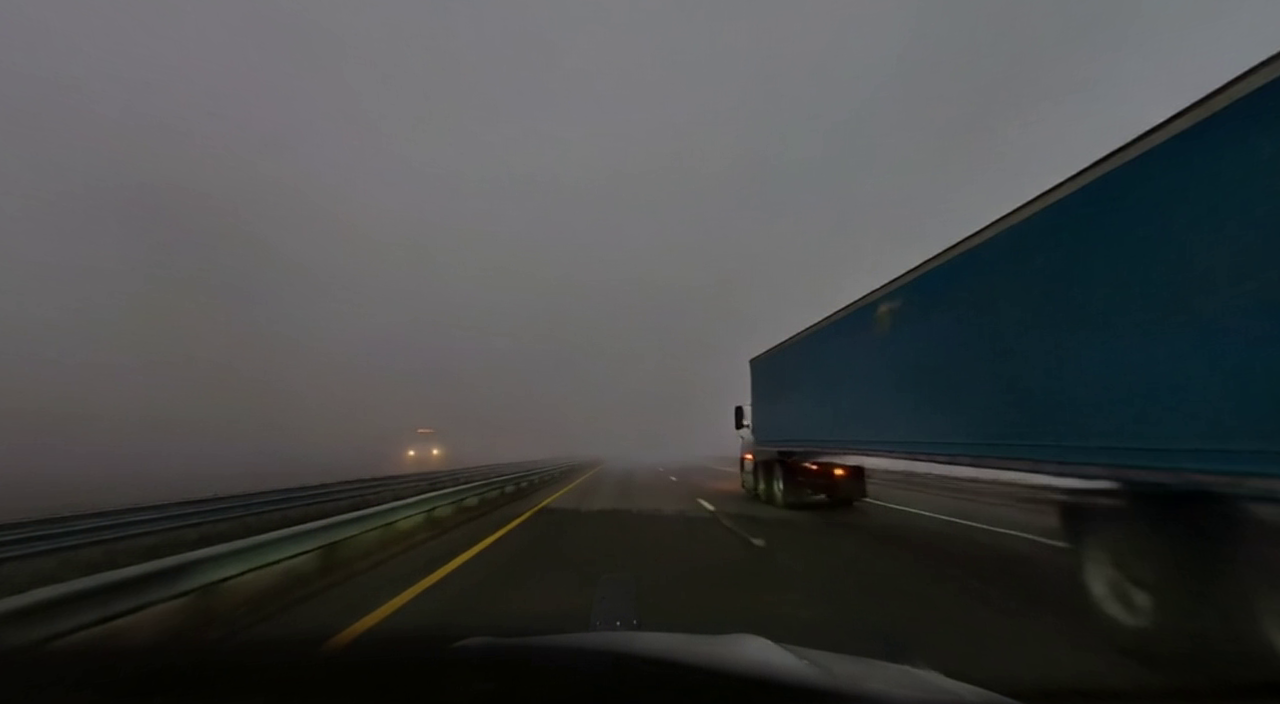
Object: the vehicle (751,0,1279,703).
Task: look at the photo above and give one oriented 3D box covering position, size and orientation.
[{"bbox_3d":[4.064,0.305,7.075,2.922,3.905,14.151,0,-9,0],"label":"vehicle"}]
